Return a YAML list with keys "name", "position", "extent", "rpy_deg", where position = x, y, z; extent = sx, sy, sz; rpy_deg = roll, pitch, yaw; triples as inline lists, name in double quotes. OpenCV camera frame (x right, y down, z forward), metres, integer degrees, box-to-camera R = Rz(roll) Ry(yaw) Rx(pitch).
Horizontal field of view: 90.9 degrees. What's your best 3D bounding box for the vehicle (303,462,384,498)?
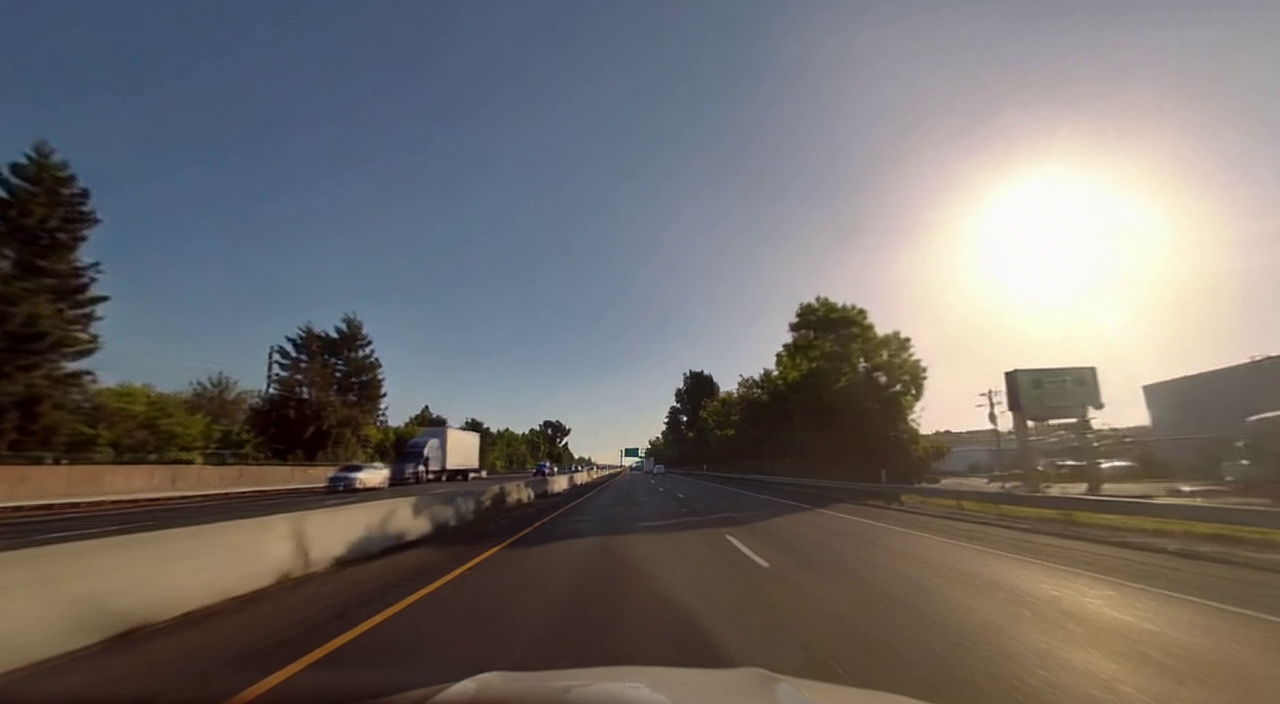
- name: "vehicle"
  position: [-14.532, 6.307, 31.184]
  extent: [2.030, 1.618, 4.203]
  rpy_deg: [1, -10, -2]
